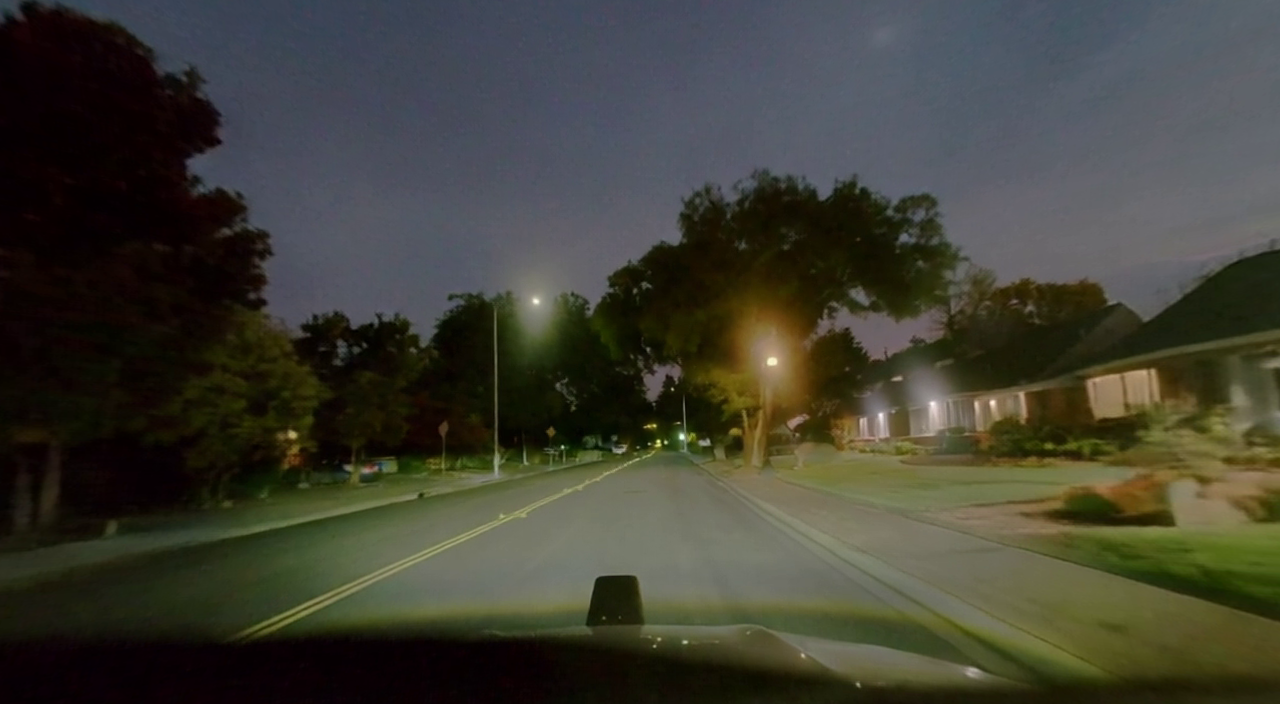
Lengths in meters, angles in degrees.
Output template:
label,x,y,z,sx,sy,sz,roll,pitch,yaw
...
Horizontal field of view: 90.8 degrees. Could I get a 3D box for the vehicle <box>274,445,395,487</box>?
label,x,y,z,sx,sy,sz,roll,pitch,yaw
vehicle,-13.589,5.082,28.347,4.370,1.761,1.901,1,-9,-6
